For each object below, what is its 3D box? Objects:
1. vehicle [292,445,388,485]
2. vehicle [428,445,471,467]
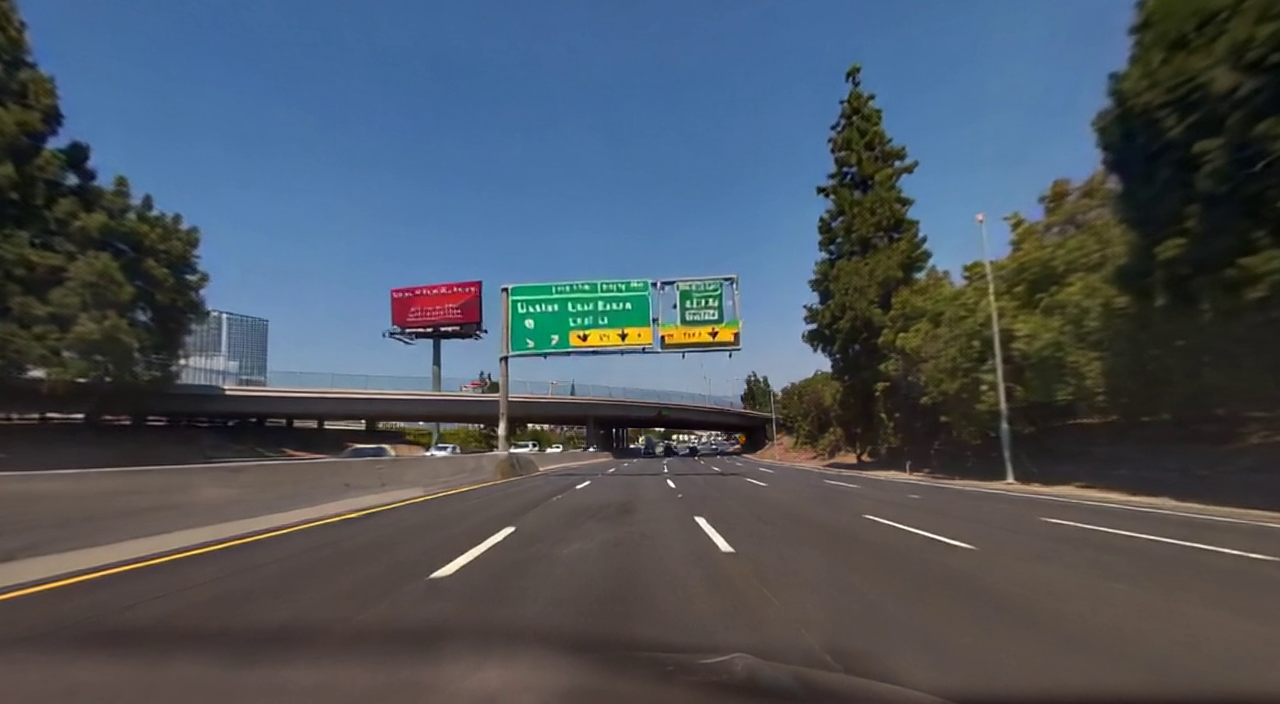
[{"bbox_3d":[-12.188,4.586,25.986,1.880,1.469,4.087,0,-9,1],"label":"vehicle"},{"bbox_3d":[-14.968,8.181,49.874,1.867,1.588,4.237,-1,-9,2],"label":"vehicle"}]
